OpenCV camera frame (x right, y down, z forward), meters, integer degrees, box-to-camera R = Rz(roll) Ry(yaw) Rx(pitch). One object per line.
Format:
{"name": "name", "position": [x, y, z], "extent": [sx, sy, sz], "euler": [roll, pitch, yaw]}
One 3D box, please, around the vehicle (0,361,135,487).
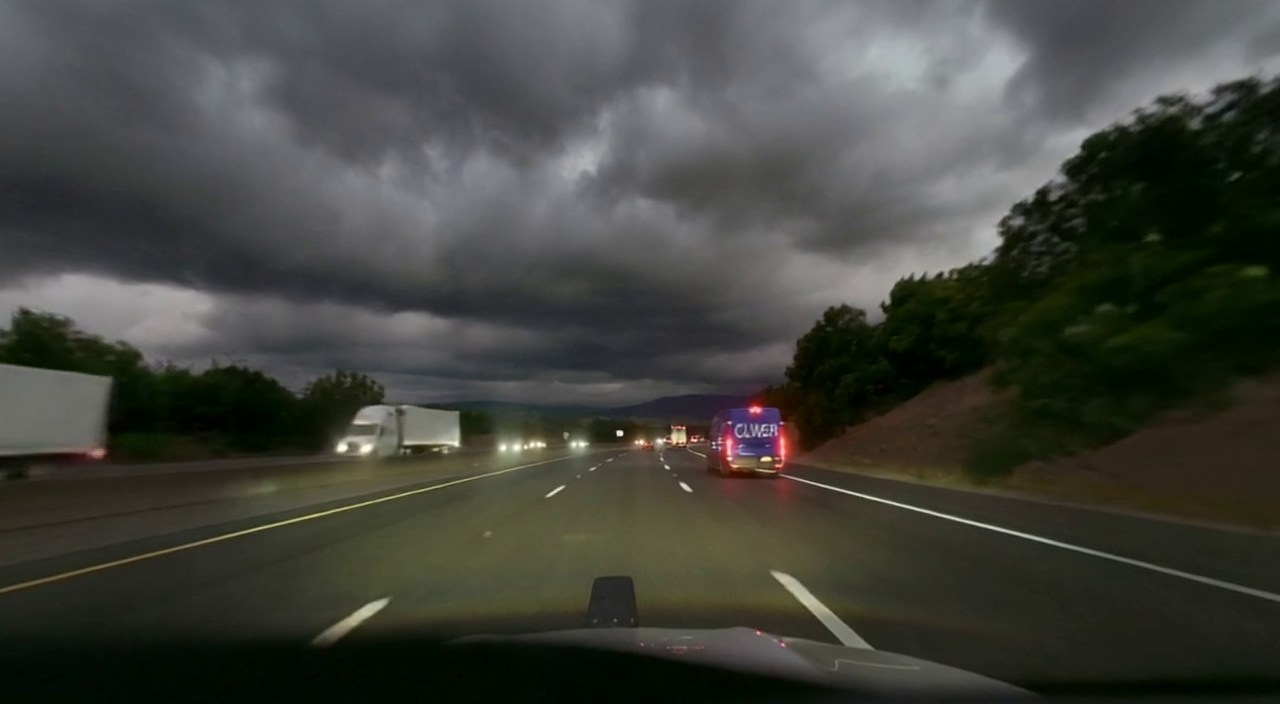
{"name": "vehicle", "position": [-22.225, 2.508, 21.535], "extent": [2.818, 4.084, 8.266], "euler": [0, -8, 0]}

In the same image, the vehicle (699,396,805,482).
{"name": "vehicle", "position": [3.643, 3.026, 21.779], "extent": [2.485, 2.562, 5.535], "euler": [0, -8, -1]}

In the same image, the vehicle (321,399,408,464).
{"name": "vehicle", "position": [-18.161, 5.361, 41.971], "extent": [2.999, 3.994, 5.838], "euler": [-1, -8, 1]}
